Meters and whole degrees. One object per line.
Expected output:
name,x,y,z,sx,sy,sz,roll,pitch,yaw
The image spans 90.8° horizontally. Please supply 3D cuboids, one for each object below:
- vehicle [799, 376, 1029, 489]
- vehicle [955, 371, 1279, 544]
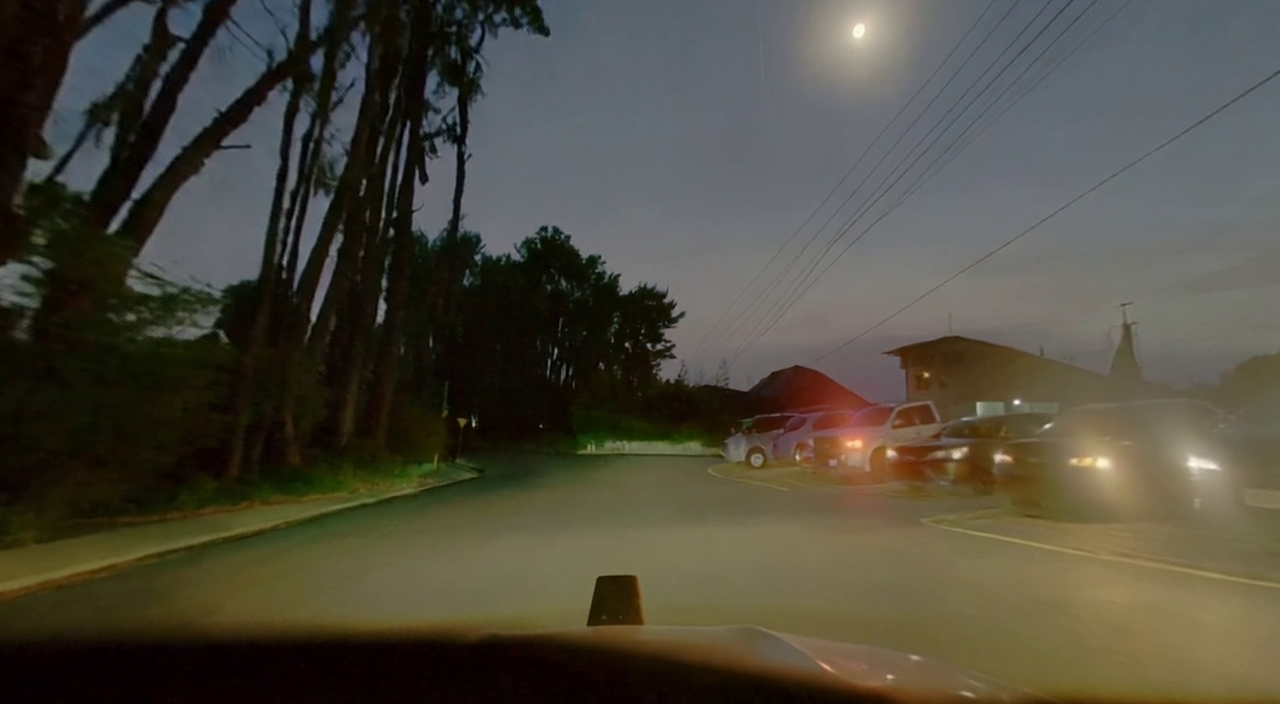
vehicle,6.677,1.915,15.322,5.269,2.289,2.446,4,-8,-32
vehicle,6.935,1.280,8.912,4.444,1.902,2.099,1,-4,-26
